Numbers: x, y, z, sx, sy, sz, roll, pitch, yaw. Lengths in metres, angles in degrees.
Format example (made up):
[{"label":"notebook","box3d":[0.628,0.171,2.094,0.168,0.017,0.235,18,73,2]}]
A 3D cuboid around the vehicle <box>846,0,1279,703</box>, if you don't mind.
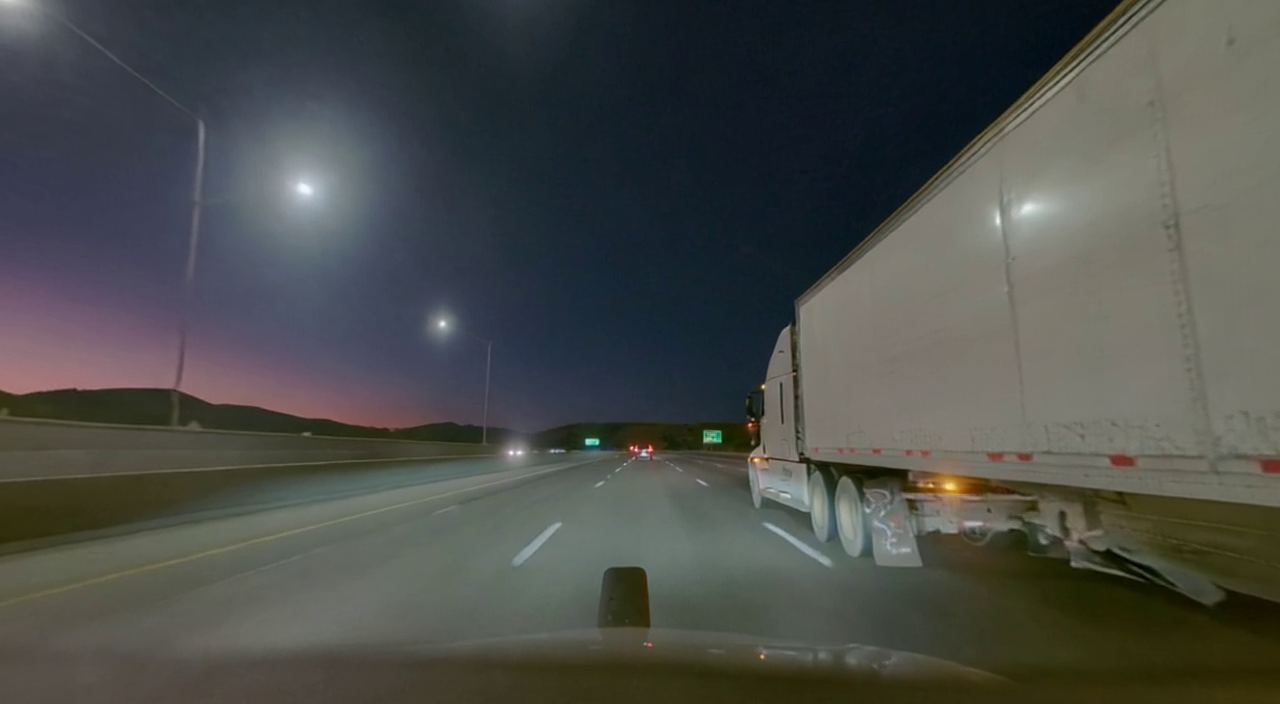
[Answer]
[{"label":"vehicle","box3d":[3.916,0.093,1.426,3.326,3.089,10.642,0,-9,0]}]
